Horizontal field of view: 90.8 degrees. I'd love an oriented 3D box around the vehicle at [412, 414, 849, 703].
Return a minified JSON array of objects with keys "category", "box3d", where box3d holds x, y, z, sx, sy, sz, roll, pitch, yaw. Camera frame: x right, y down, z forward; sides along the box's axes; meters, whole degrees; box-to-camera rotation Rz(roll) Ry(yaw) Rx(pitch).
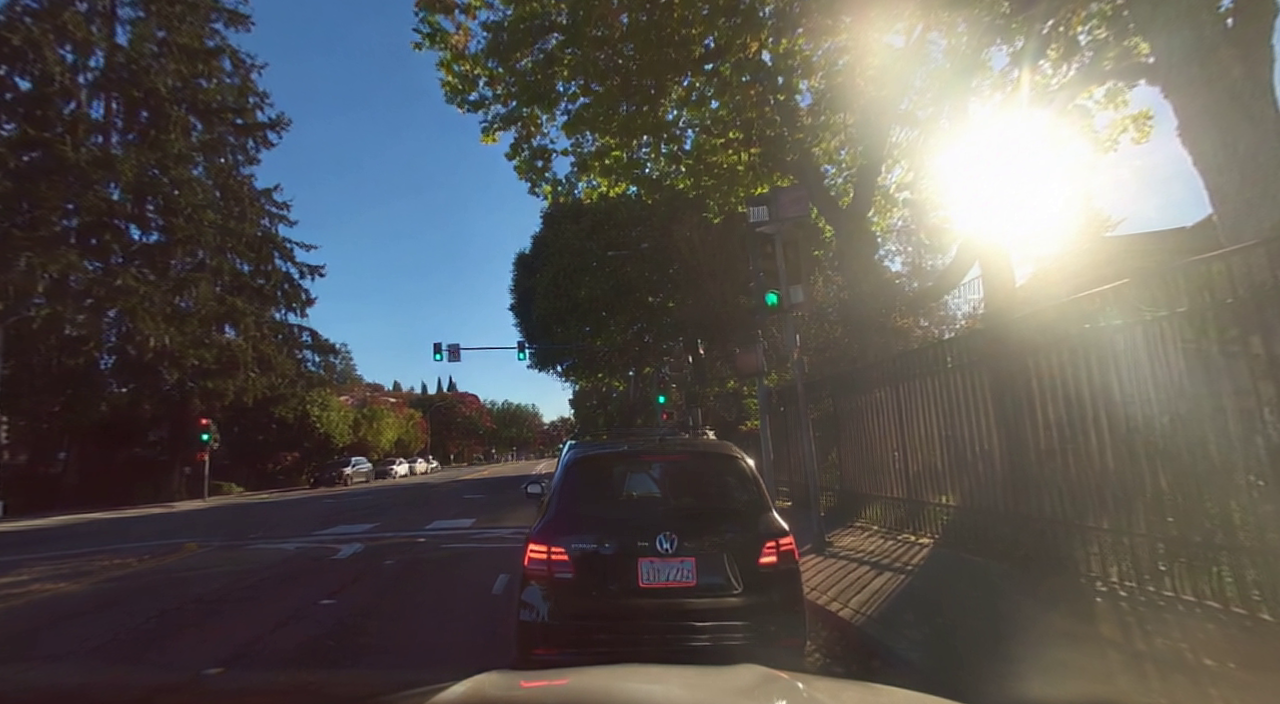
[{"category":"vehicle","box3d":[-0.197,1.322,4.822,2.024,1.502,3.702,1,-8,-6]}]
